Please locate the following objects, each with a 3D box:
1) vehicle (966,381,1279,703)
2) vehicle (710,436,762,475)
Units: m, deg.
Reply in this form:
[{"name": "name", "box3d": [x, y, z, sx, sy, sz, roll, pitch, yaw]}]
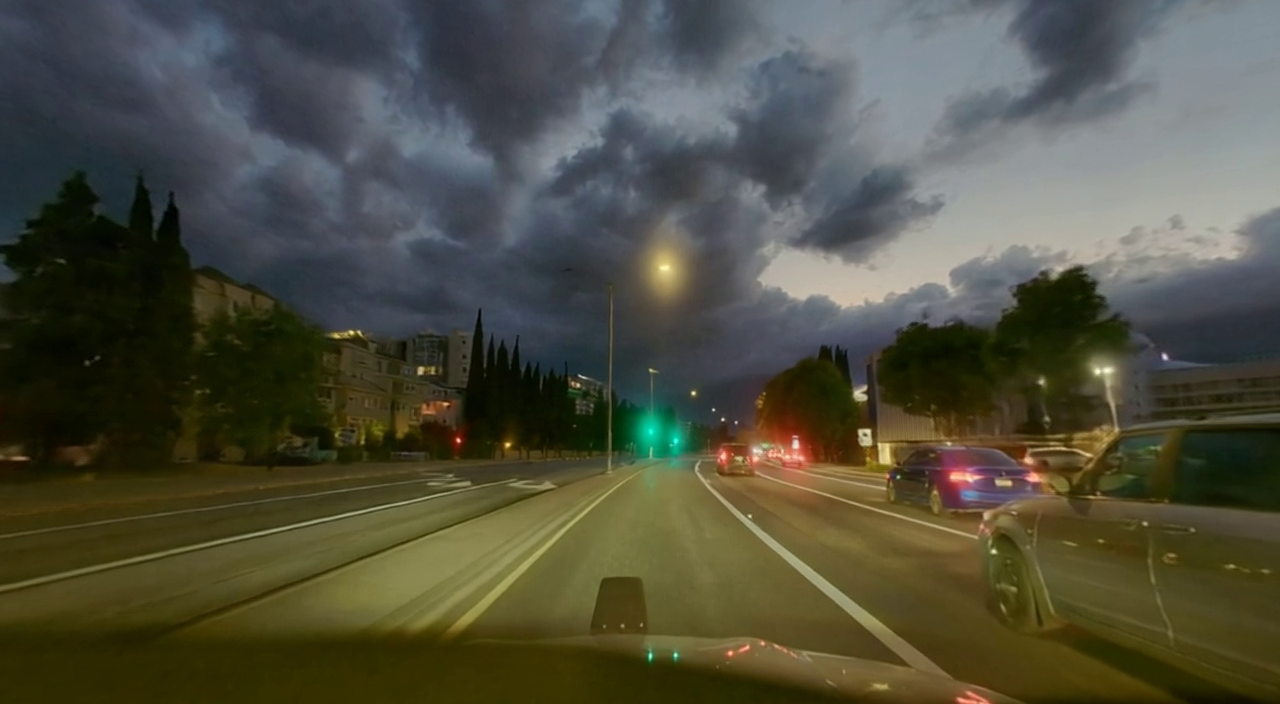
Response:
[{"name": "vehicle", "box3d": [3.513, 0.998, 2.903, 1.901, 1.634, 3.952, 0, -8, 0]}, {"name": "vehicle", "box3d": [4.835, 5.275, 32.347, 2.154, 1.844, 4.634, 0, -8, 3]}]
